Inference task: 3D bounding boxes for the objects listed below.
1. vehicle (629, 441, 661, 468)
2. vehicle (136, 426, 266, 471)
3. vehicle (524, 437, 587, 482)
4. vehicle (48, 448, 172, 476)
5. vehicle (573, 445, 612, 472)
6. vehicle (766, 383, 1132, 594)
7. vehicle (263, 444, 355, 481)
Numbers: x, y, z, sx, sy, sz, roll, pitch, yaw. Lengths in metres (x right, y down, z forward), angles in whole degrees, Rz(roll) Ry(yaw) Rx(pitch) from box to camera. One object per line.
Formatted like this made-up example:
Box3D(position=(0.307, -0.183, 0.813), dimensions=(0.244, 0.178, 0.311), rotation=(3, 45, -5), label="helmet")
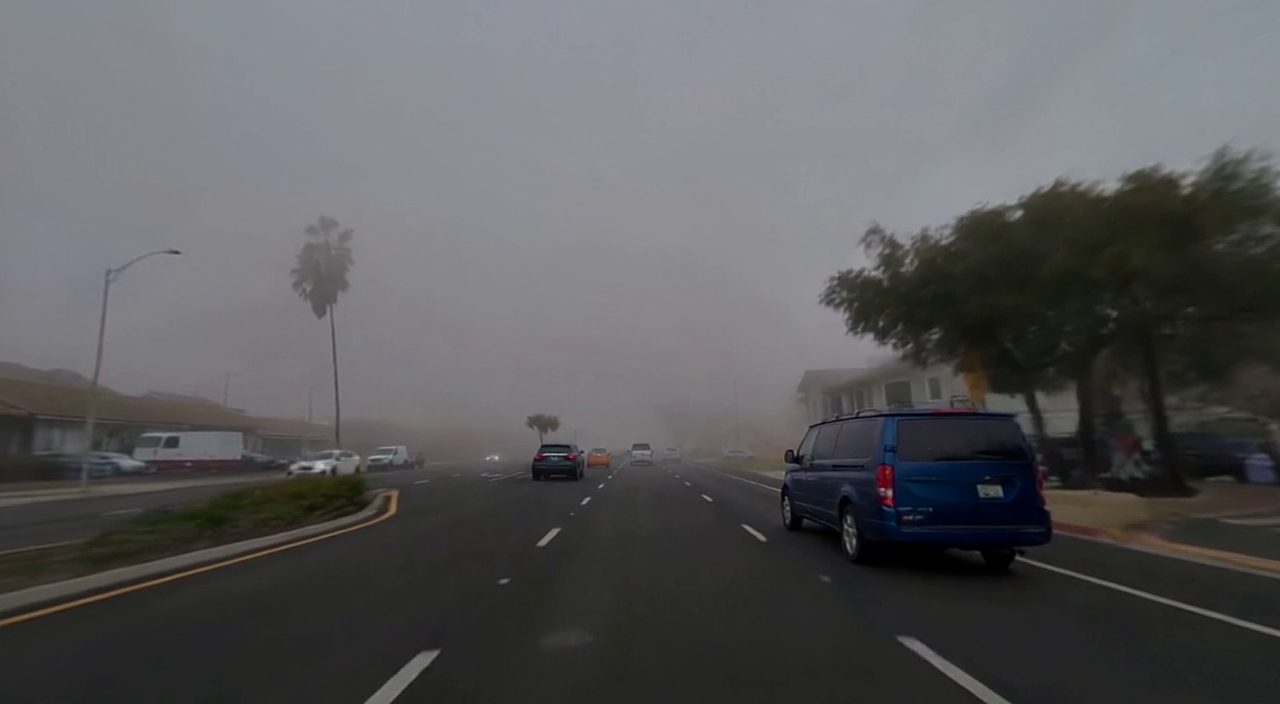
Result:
Box3D(position=(0.301, 7.288, 45.056), dimensions=(2.191, 1.761, 3.857), rotation=(0, -9, 0), label="vehicle")
Box3D(position=(-29.848, 6.562, 43.172), dimensions=(6.775, 2.936, 2.546), rotation=(0, -9, -1), label="vehicle")
Box3D(position=(-3.413, 4.433, 26.330), dimensions=(1.967, 1.703, 4.157), rotation=(0, -9, 1), label="vehicle")
Box3D(position=(-29.297, 6.064, 35.063), dimensions=(4.876, 1.487, 1.993), rotation=(1, -9, -4), label="vehicle")
Box3D(position=(-2.715, 6.176, 36.935), dimensions=(1.869, 1.454, 4.142), rotation=(0, -9, 1), label="vehicle")
Box3D(position=(3.324, 1.609, 8.279), dimensions=(2.234, 1.912, 4.847), rotation=(0, -9, -1), label="vehicle")
Box3D(position=(-16.940, 5.667, 32.659), dimensions=(2.039, 1.729, 4.766), rotation=(0, -9, 2), label="vehicle")
